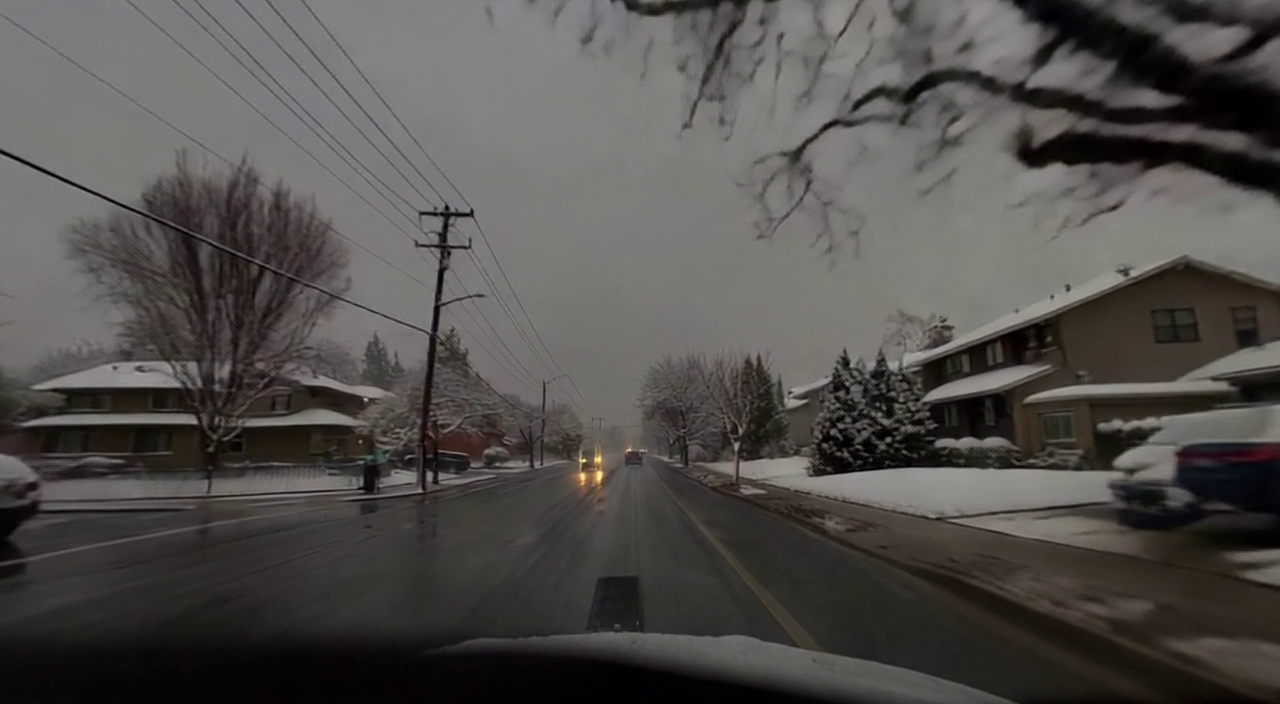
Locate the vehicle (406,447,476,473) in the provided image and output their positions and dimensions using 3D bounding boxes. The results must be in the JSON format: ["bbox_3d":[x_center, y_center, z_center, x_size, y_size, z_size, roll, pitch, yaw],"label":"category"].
[{"bbox_3d":[-14.886,8.101,47.497,4.662,1.832,2.063,1,-9,-5],"label":"vehicle"}]

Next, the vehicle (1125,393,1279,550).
[{"bbox_3d":[9.205,1.383,7.496,4.953,1.704,1.952,-2,-9,13],"label":"vehicle"}]
